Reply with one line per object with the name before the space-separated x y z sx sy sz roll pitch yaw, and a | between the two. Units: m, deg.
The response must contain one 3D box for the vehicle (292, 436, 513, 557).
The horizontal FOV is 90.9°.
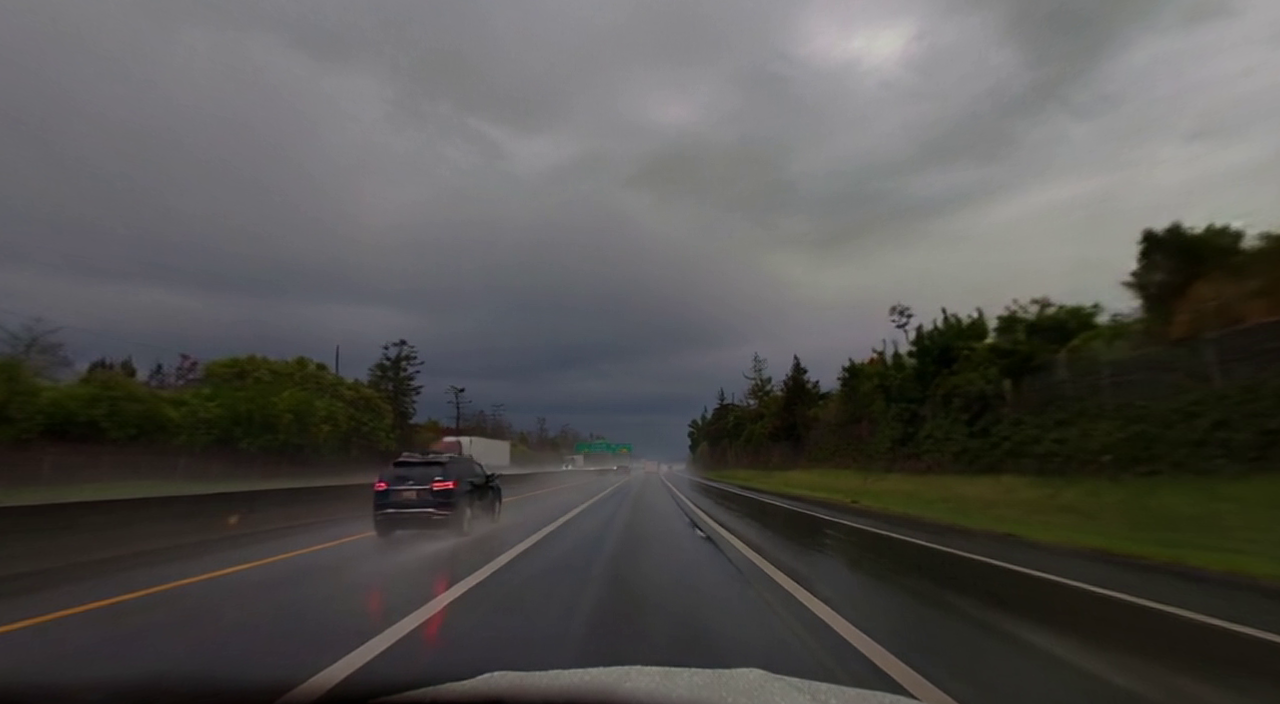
vehicle | -3.855 2.486 11.353 2.053 1.657 4.725 1 -11 1
